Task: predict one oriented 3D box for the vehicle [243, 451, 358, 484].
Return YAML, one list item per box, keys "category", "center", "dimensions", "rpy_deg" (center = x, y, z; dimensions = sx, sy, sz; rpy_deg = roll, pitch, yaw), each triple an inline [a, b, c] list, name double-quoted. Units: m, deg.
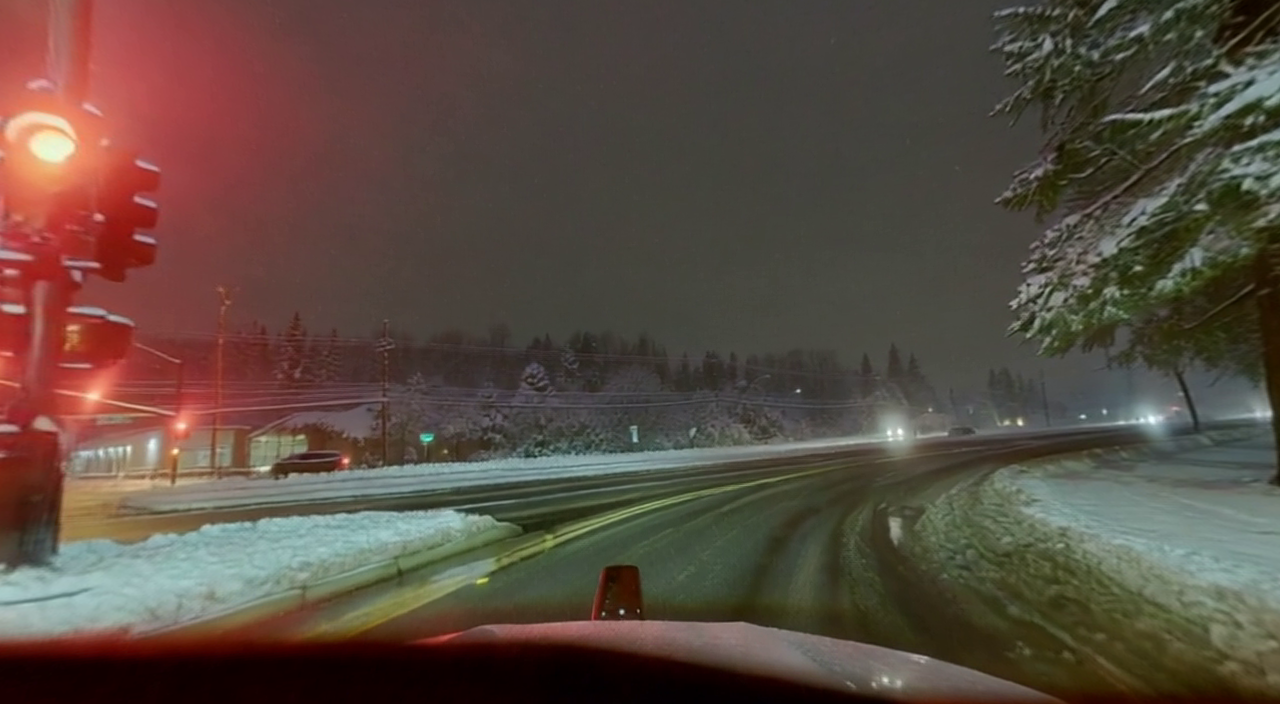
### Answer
- category: "vehicle"
  center: [-16.609, 5.630, 30.946]
  dimensions: [1.811, 1.444, 4.527]
  rpy_deg: [-8, -11, 42]
